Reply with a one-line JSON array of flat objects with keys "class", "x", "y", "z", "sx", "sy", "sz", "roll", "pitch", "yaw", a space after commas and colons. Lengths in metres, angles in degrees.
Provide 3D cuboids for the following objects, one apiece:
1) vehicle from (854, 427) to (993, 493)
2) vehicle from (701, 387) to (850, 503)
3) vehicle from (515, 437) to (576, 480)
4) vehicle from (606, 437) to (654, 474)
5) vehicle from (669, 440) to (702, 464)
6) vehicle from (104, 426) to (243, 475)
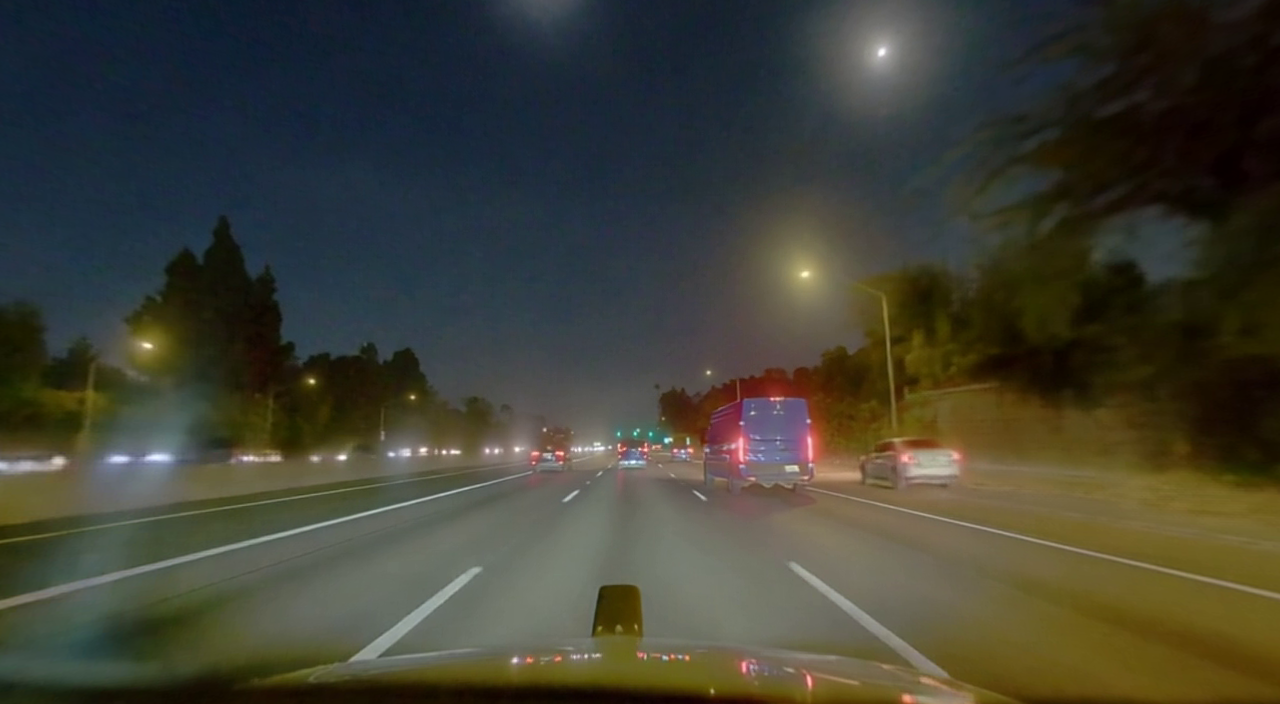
[{"class": "vehicle", "x": 9.523, "y": 3.674, "z": 21.890, "sx": 2.344, "sy": 1.967, "sz": 5.275, "roll": 0, "pitch": -8, "yaw": 0}, {"class": "vehicle", "x": 3.501, "y": 2.650, "z": 18.177, "sx": 2.631, "sy": 2.709, "sz": 6.496, "roll": 0, "pitch": -8, "yaw": -2}, {"class": "vehicle", "x": -4.092, "y": 4.680, "z": 28.008, "sx": 2.023, "sy": 1.709, "sz": 4.263, "roll": 0, "pitch": -8, "yaw": 0}, {"class": "vehicle", "x": -0.540, "y": 5.339, "z": 32.817, "sx": 2.297, "sy": 1.783, "sz": 4.355, "roll": 0, "pitch": -8, "yaw": -1}, {"class": "vehicle", "x": 3.529, "y": 7.835, "z": 49.510, "sx": 2.160, "sy": 1.759, "sz": 4.214, "roll": 0, "pitch": -8, "yaw": -2}, {"class": "vehicle", "x": -17.071, "y": 3.635, "z": 23.424, "sx": 2.108, "sy": 1.660, "sz": 4.008, "roll": 0, "pitch": -8, "yaw": -1}]
